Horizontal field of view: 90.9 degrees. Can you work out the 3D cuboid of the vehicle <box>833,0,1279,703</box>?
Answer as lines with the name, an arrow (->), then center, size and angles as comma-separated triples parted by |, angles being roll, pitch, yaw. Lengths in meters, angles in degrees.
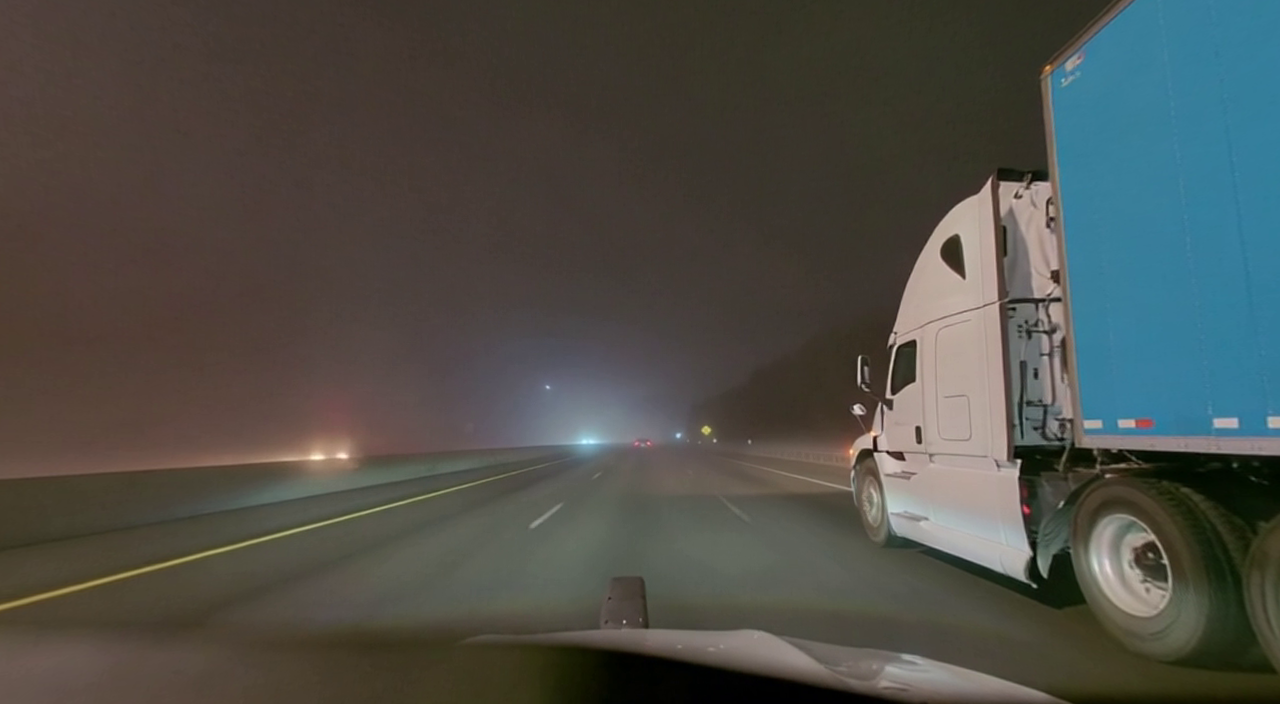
vehicle -> 3.766, -0.177, 2.756 | 3.012, 3.768, 8.945 | 0, -8, 0

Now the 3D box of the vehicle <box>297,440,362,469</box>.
vehicle -> -21.082, 6.967, 43.058 | 1.993, 1.880, 4.717 | 0, -8, 0
